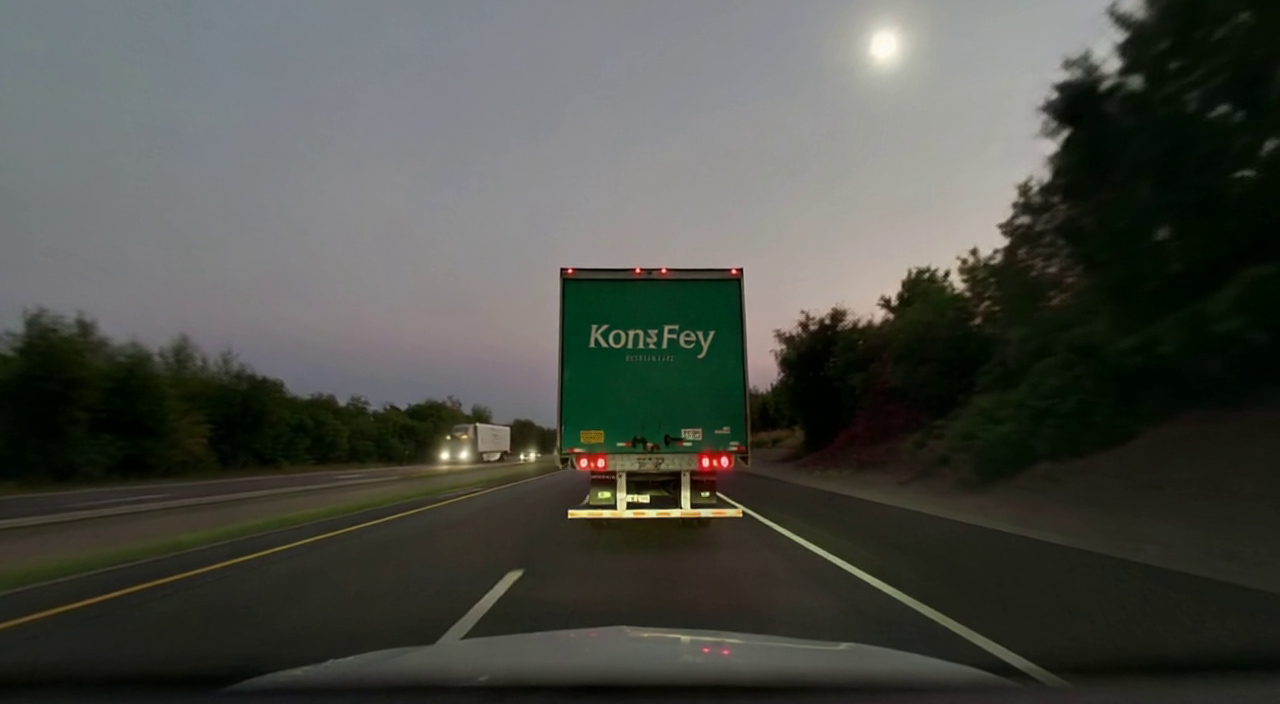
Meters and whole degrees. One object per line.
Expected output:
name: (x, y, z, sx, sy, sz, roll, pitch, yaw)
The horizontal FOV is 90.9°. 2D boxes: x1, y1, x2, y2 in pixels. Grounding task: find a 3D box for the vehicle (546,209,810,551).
vehicle: (0.472, 1.386, 15.149, 3.230, 4.377, 14.405, 0, -9, 0)
